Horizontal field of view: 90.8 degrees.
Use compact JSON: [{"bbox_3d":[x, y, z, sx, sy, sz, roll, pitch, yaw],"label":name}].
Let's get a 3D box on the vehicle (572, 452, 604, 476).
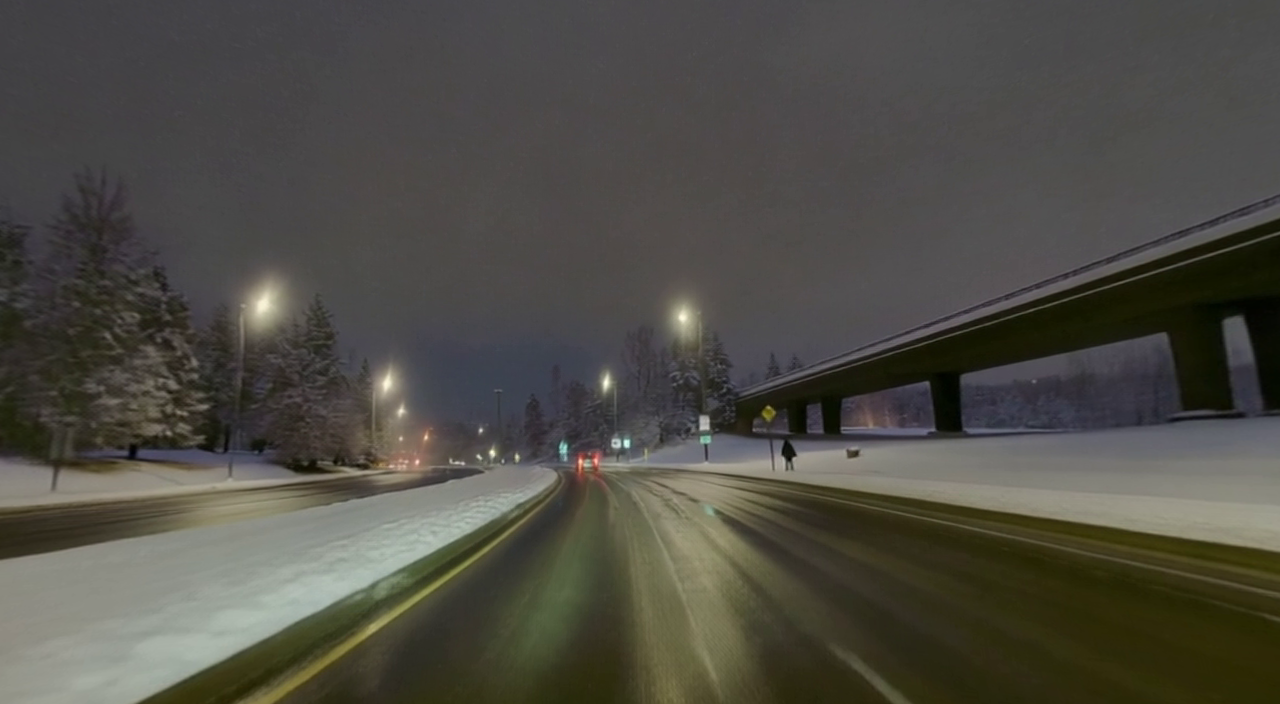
[{"bbox_3d":[-4.092,8.655,49.150,2.184,1.713,4.231,1,-9,-9],"label":"vehicle"}]
